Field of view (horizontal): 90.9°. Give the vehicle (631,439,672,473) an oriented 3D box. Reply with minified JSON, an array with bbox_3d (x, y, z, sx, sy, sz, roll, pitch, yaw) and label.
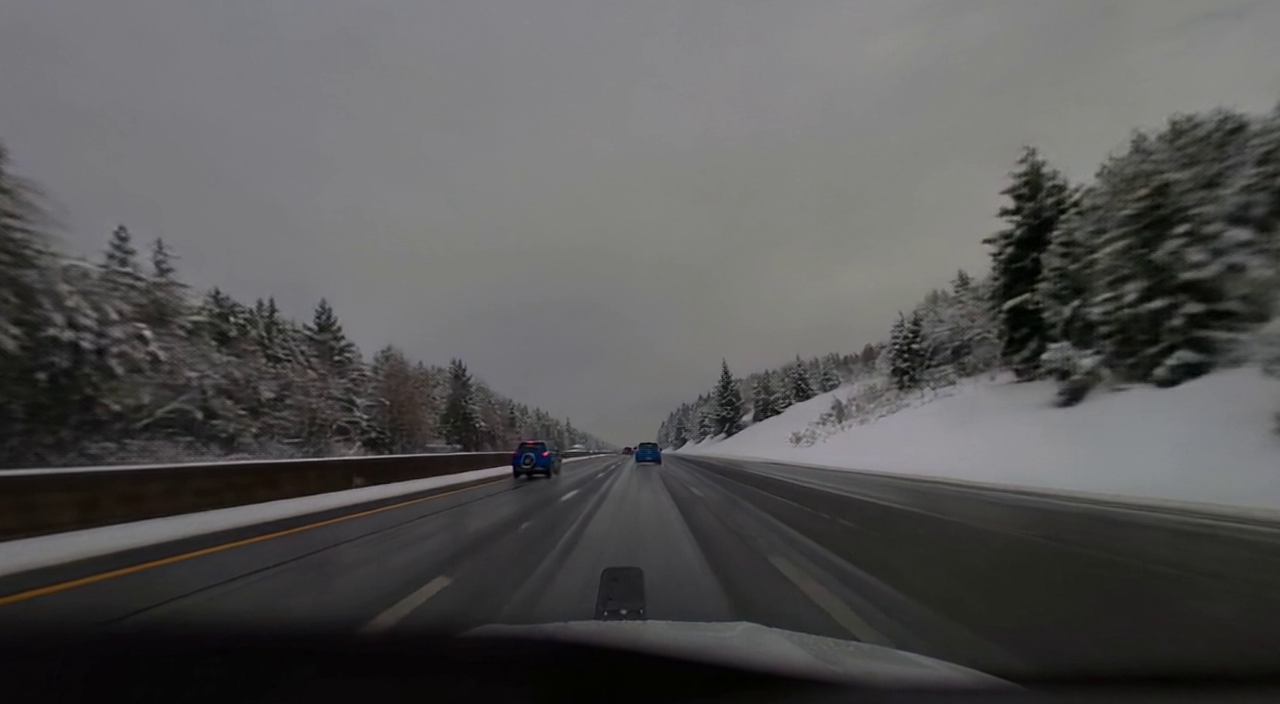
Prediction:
[{"bbox_3d":[0.635,6.059,36.722,2.247,1.825,4.036,0,-9,1],"label":"vehicle"}]

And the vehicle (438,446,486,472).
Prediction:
[{"bbox_3d":[-11.523,6.935,41.164,1.876,1.573,4.200,0,-9,1],"label":"vehicle"}]
